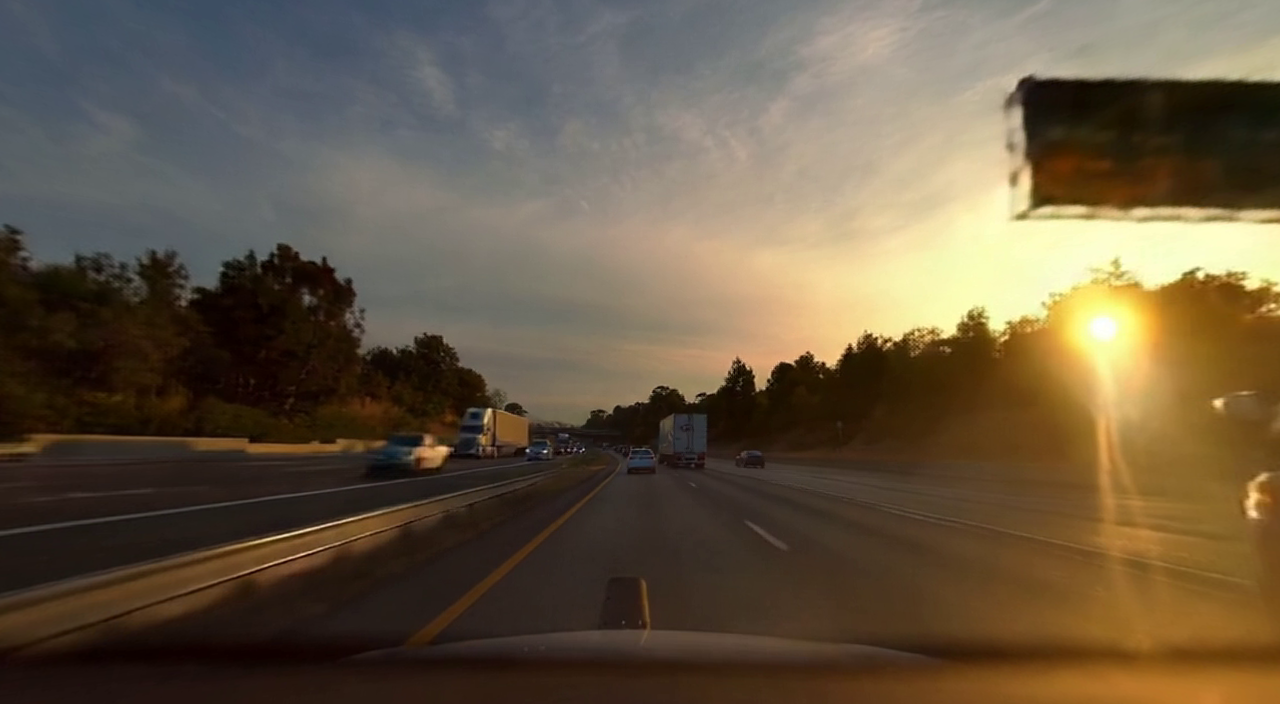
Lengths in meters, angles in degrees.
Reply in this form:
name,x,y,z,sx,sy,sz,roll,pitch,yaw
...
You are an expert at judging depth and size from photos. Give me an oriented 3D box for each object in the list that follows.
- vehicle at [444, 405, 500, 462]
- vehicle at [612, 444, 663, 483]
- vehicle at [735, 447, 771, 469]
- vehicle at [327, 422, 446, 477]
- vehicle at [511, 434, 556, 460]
name,x,y,z,sx,sy,sz,roll,pitch,yaw
vehicle,-12.058,5.958,45.609,3.011,3.951,3.378,0,-9,0
vehicle,-0.113,4.944,28.224,2.111,1.599,3.859,0,-9,-1
vehicle,8.820,8.301,49.520,1.902,1.652,3.995,0,-9,-3
vehicle,-8.021,3.166,20.463,1.948,1.580,4.373,0,-9,1
vehicle,-8.051,7.289,48.213,2.382,1.802,5.288,0,-9,1
